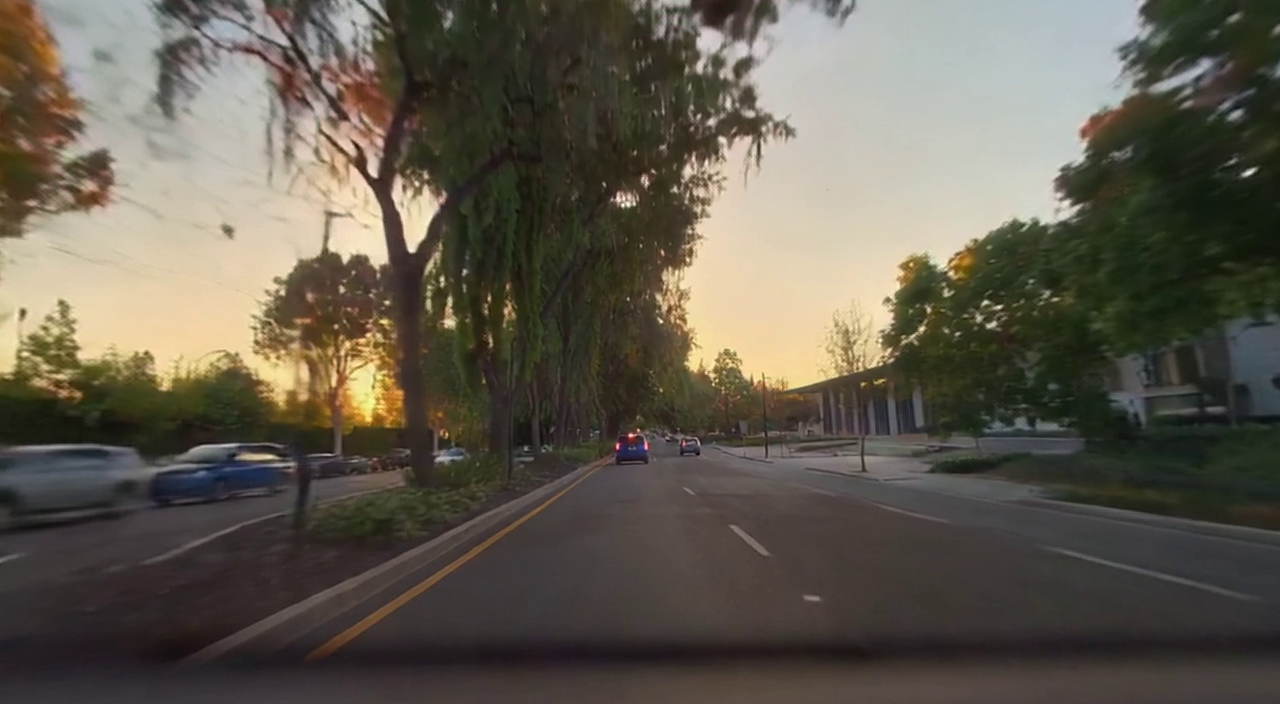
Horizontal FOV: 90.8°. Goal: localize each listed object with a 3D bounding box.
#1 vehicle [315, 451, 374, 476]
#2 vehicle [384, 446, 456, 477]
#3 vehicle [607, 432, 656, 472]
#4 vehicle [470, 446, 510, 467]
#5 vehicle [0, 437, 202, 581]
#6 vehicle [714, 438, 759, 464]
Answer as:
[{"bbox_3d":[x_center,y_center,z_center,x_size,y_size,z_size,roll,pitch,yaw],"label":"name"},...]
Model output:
[{"bbox_3d":[-18.502,6.981,39.776,1.796,1.499,4.068,0,-9,-1],"label":"vehicle"},{"bbox_3d":[-11.391,5.692,33.106,2.013,1.460,4.902,0,-9,0],"label":"vehicle"},{"bbox_3d":[-0.450,5.334,33.879,2.411,1.937,5.186,0,-9,-1],"label":"vehicle"},{"bbox_3d":[-10.732,7.495,45.475,1.950,1.438,4.343,0,-9,-2],"label":"vehicle"},{"bbox_3d":[-7.634,1.748,7.330,1.964,1.478,4.368,0,-9,0],"label":"vehicle"},{"bbox_3d":[6.926,7.200,45.933,2.364,1.781,4.854,0,-9,-1],"label":"vehicle"}]
